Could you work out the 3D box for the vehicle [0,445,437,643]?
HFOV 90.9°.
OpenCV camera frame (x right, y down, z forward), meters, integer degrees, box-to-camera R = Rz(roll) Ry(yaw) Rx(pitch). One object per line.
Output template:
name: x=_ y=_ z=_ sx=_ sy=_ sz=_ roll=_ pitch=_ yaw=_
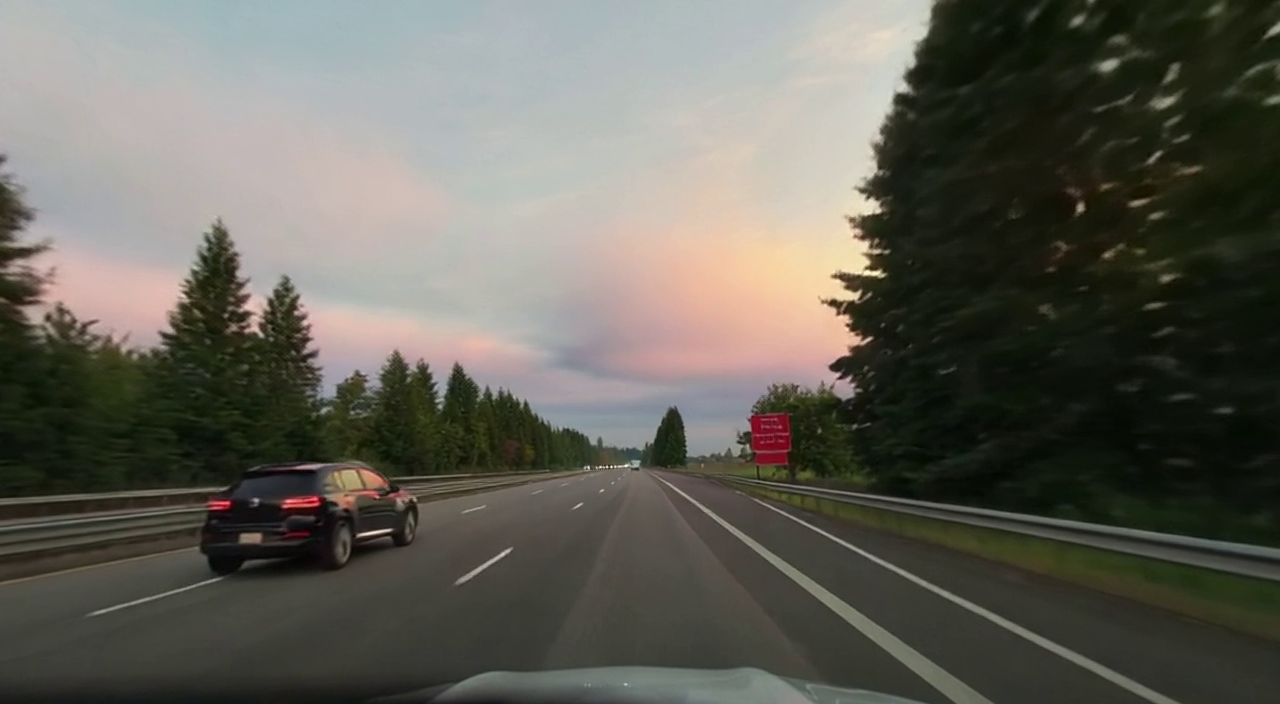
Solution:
vehicle: x=-4.170 y=1.869 z=7.112 sx=2.183 sy=1.435 sz=4.653 roll=1 pitch=-10 yaw=0
